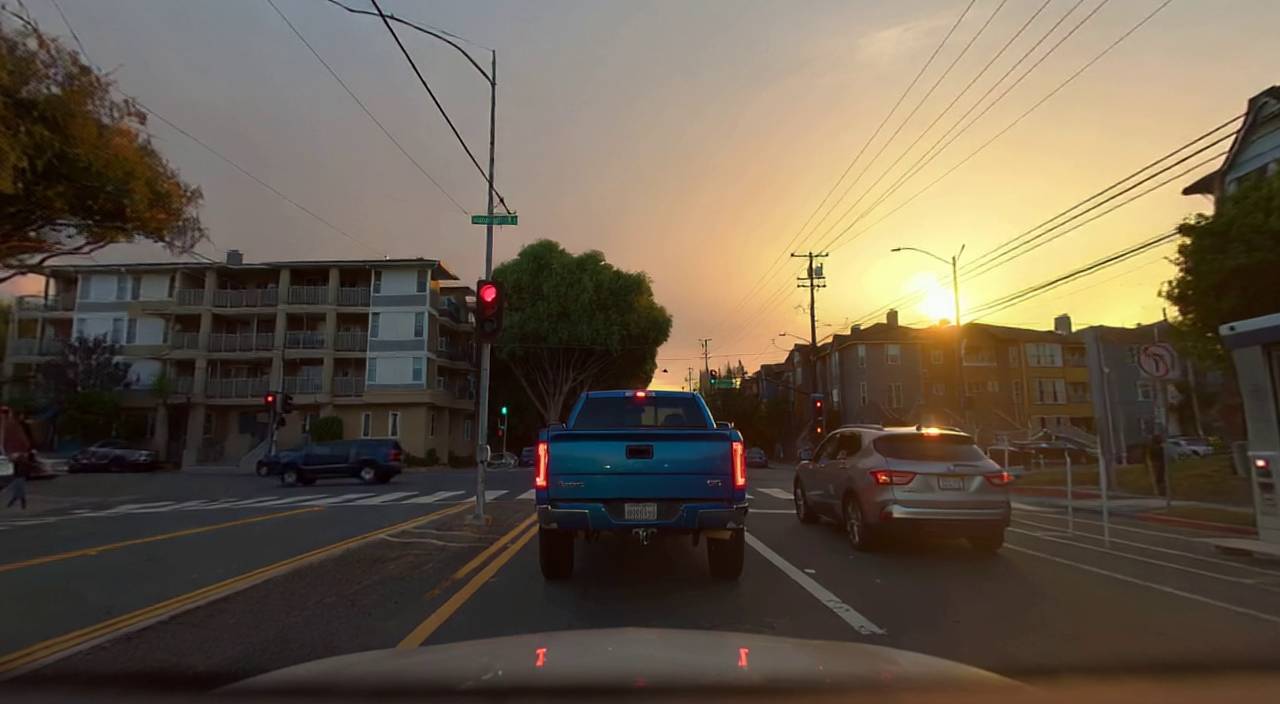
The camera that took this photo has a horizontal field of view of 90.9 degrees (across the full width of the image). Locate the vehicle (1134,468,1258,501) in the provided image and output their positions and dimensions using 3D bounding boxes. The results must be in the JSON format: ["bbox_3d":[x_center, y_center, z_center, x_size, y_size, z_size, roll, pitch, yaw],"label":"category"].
[{"bbox_3d":[26.372,6.283,30.008,4.071,1.388,1.884,0,-8,1],"label":"vehicle"}]

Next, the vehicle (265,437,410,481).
[{"bbox_3d":[-12.640,4.493,26.589,5.043,1.766,1.980,0,-8,-1],"label":"vehicle"}]

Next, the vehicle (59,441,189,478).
[{"bbox_3d":[-24.848,5.156,30.458,4.563,1.692,1.778,0,-8,-2],"label":"vehicle"}]

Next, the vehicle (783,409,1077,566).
[{"bbox_3d":[3.842,1.883,9.584,2.131,1.759,4.762,0,-8,-1],"label":"vehicle"}]

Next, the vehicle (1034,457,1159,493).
[{"bbox_3d":[21.740,5.860,30.164,4.498,1.618,1.843,0,-9,0],"label":"vehicle"}]

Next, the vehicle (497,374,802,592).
[{"bbox_3d":[0.112,1.557,8.308,2.738,1.959,5.070,0,-8,1],"label":"vehicle"}]
